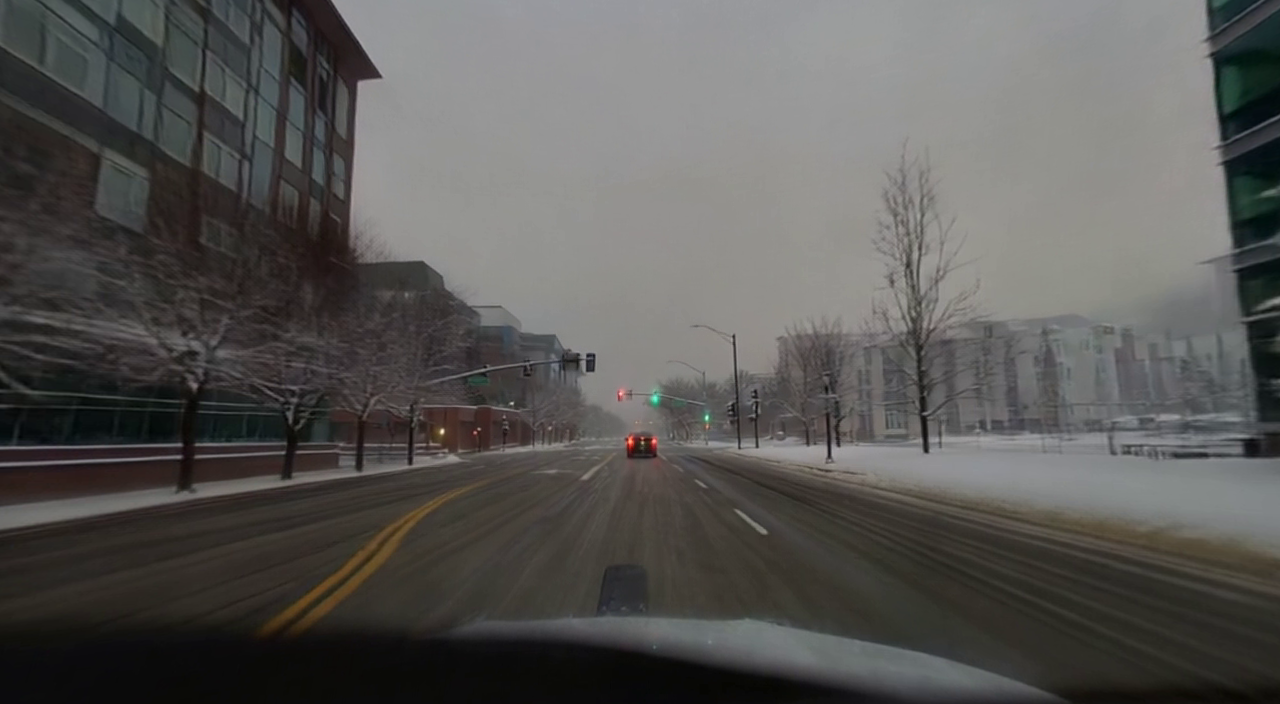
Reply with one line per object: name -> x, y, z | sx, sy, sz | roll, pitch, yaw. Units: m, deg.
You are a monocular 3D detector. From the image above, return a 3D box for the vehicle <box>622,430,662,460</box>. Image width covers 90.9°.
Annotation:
vehicle -> 0.065, 5.398, 36.666 | 2.184, 1.640, 4.086 | 0, -8, -1
